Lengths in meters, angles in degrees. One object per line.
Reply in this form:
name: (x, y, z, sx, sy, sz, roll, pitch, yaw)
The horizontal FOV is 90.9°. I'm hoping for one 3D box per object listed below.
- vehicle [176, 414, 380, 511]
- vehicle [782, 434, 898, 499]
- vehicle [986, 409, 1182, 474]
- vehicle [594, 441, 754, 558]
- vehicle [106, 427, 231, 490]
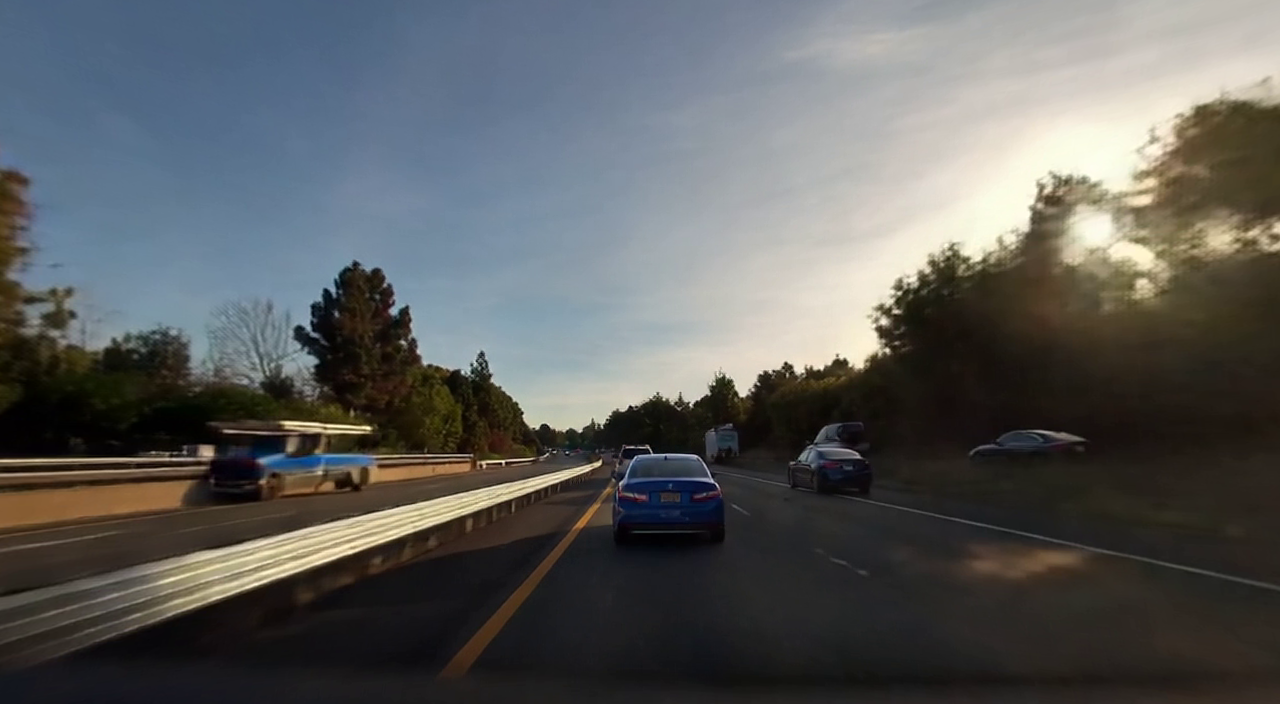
vehicle: (-12.346, 3.889, 22.646, 2.580, 2.814, 7.896, 0, -9, 0)
vehicle: (6.260, 3.663, 20.429, 2.177, 1.827, 4.565, 0, -9, -1)
vehicle: (31.482, 6.684, 46.223, 2.822, 3.996, 14.073, 1, -9, -6)
vehicle: (0.446, 2.216, 10.120, 2.076, 1.485, 3.774, 0, -9, 0)
vehicle: (-33.568, 7.567, 45.397, 2.902, 3.981, 7.819, -3, -8, 0)
